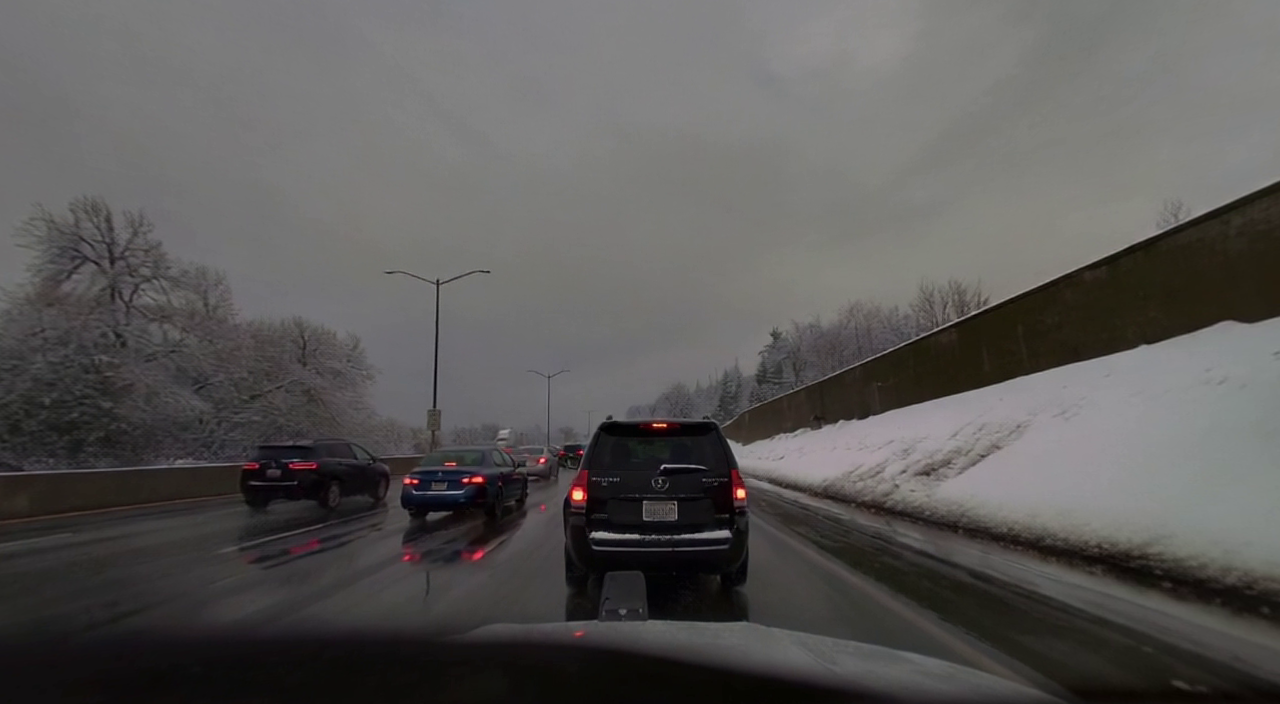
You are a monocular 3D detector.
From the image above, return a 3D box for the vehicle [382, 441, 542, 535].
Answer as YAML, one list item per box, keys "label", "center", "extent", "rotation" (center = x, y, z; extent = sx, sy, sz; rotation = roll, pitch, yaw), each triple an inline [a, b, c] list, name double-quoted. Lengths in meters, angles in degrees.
- label: "vehicle"
  center: [-3.235, 2.542, 12.382]
  extent: [1.917, 1.506, 3.949]
  rotation: [0, -9, 1]

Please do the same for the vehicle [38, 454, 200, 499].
- label: "vehicle"
  center: [-18.871, 4.495, 23.209]
  extent: [2.152, 1.462, 4.416]
  rotation: [0, -9, 1]

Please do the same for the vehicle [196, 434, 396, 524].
- label: "vehicle"
  center: [-7.497, 2.800, 14.448]
  extent: [1.986, 1.700, 4.558]
  rotation: [0, -9, 0]

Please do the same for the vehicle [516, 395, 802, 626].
- label: "vehicle"
  center: [0.105, 1.635, 7.614]
  extent: [2.210, 1.760, 5.303]
  rotation: [0, -9, -1]
